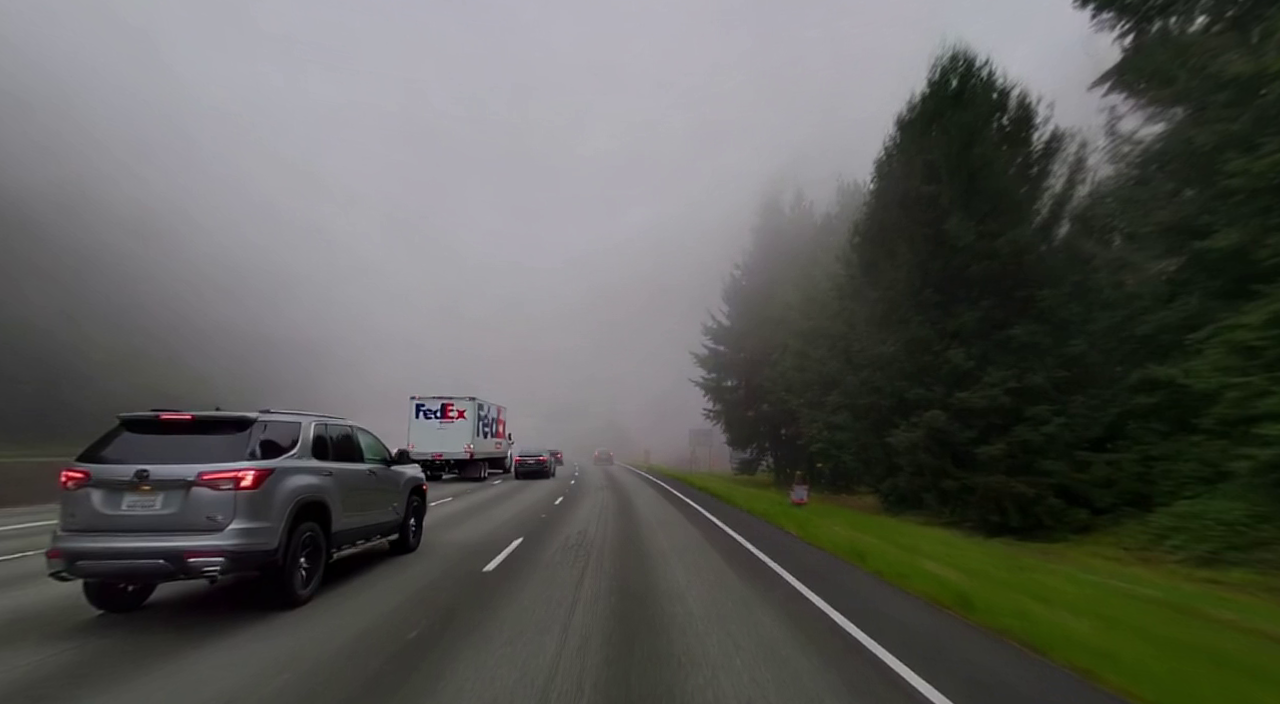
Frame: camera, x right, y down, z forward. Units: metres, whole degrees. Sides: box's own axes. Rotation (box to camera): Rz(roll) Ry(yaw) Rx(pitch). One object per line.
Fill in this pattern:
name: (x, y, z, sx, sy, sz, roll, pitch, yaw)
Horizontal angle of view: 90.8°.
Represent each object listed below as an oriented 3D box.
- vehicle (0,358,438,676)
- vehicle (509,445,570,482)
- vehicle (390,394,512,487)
vehicle: (-3.796, 1.319, 6.140, 2.170, 1.886, 4.628, 0, -9, -1)
vehicle: (-4.352, 4.906, 28.029, 2.192, 1.478, 4.591, 0, -9, -3)
vehicle: (-7.565, 3.784, 26.764, 2.870, 3.266, 8.589, 0, -9, -3)
